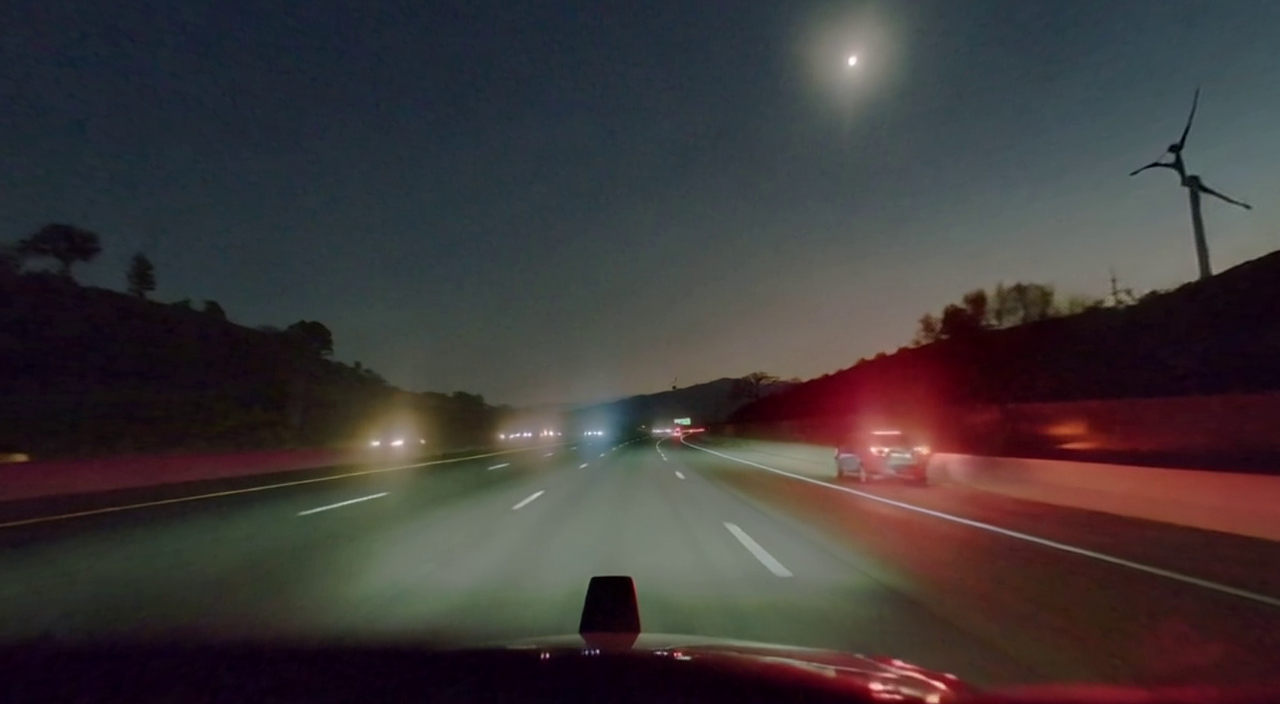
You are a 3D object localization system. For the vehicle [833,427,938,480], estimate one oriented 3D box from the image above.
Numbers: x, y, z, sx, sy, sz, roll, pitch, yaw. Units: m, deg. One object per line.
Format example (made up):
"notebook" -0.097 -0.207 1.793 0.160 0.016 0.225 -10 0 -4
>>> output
"vehicle" 7.849 3.266 20.414 1.926 1.559 2.968 1 -8 -6

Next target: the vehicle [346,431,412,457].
"vehicle" -16.171 5.707 39.322 2.122 1.528 4.581 0 -8 0
